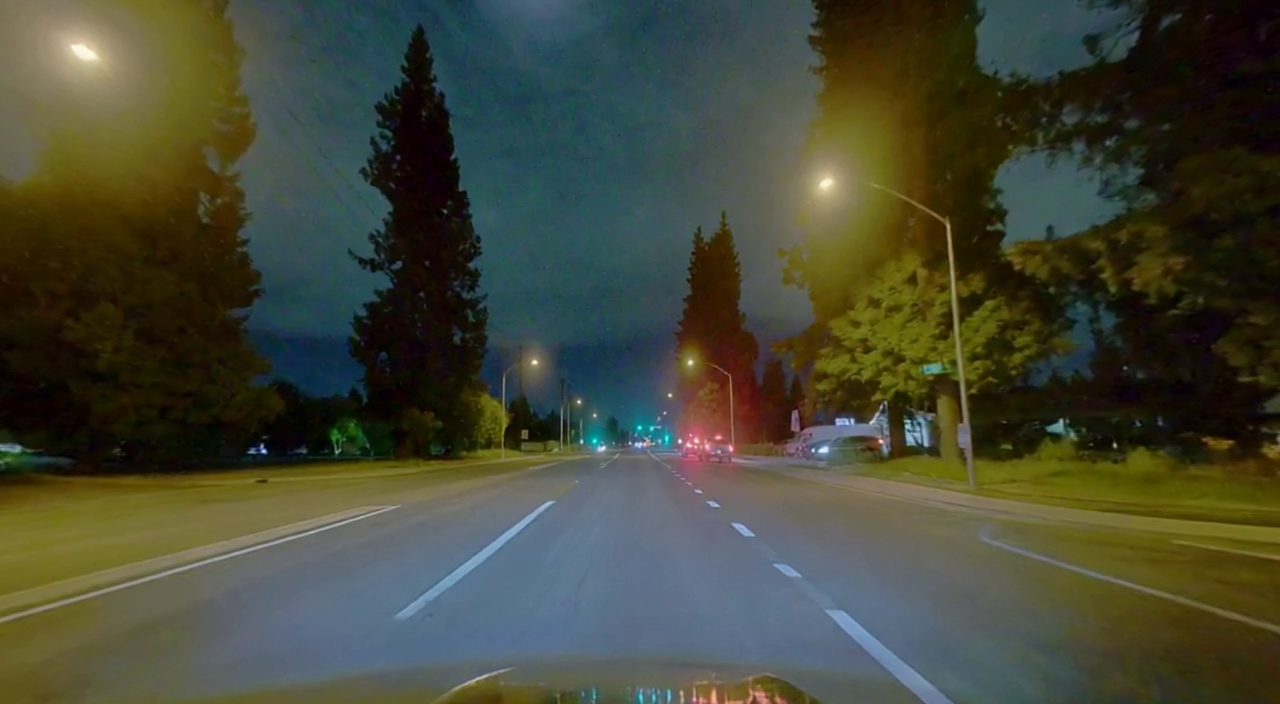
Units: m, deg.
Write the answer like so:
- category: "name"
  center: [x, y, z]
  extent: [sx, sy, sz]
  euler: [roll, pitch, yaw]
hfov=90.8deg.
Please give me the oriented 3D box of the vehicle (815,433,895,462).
- category: "vehicle"
  center: [14.352, 6.424, 42.359]
  extent: [4.637, 1.842, 2.016]
  euler: [0, -9, 2]
